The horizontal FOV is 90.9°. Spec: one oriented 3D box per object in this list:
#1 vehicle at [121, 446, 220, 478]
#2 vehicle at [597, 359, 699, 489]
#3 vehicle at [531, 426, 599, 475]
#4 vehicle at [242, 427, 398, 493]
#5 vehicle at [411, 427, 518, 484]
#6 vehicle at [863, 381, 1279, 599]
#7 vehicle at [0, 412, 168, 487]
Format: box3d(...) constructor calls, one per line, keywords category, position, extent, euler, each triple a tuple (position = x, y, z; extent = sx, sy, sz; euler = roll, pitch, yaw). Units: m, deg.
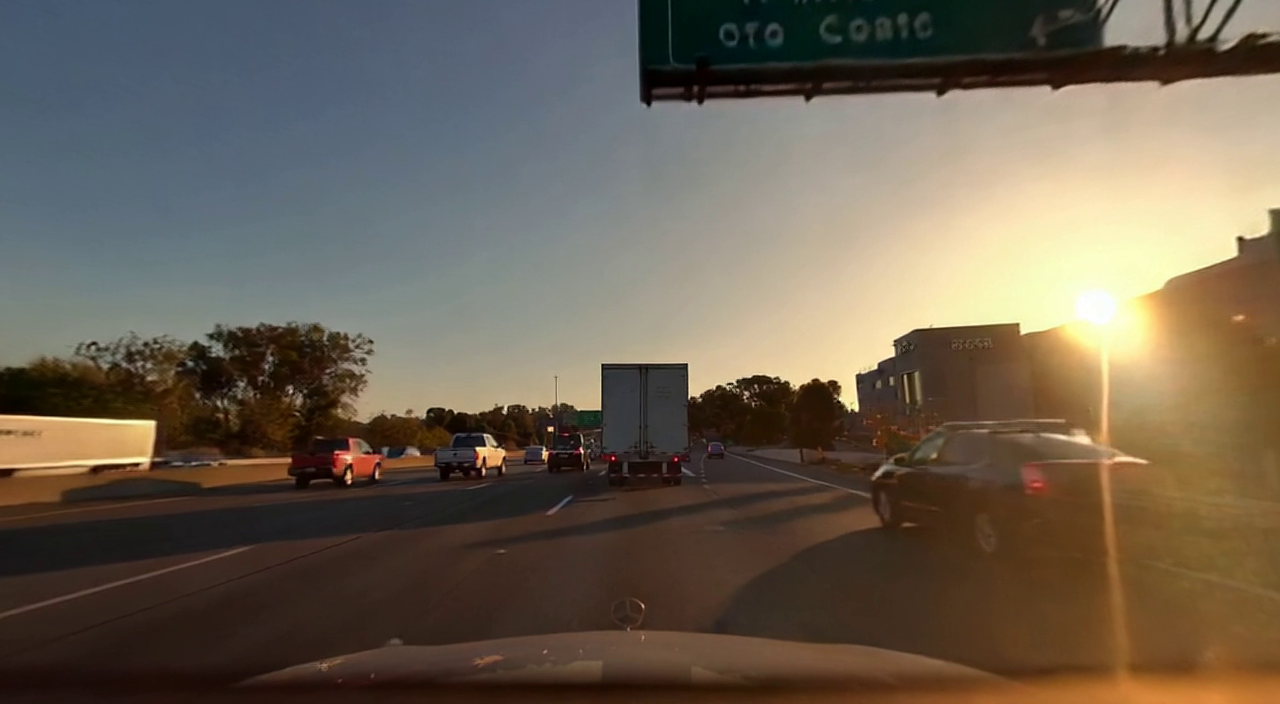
box3d(category="vehicle", position=(-24.245, 5.672, 32.794), extent=(1.829, 1.494, 4.369), euler=(0, -9, 0))
box3d(category="vehicle", position=(0.160, 2.815, 23.321), extent=(2.941, 3.794, 9.851), euler=(0, -9, -1))
box3d(category="vehicle", position=(-3.364, 4.644, 29.829), extent=(2.379, 2.075, 6.169), euler=(0, -9, 1))
box3d(category="vehicle", position=(-10.307, 3.546, 21.070), extent=(2.089, 1.885, 5.888), euler=(0, -9, 0))
box3d(category="vehicle", position=(-6.711, 4.066, 25.094), extent=(2.479, 1.978, 5.952), euler=(0, -9, 1))
box3d(category="vehicle", position=(4.647, 1.504, 7.711), extent=(2.137, 1.796, 4.817), euler=(0, -9, 1))
box3d(category="vehicle", position=(-28.747, 4.597, 29.759), extent=(2.781, 3.208, 13.296), euler=(0, -9, 0))
